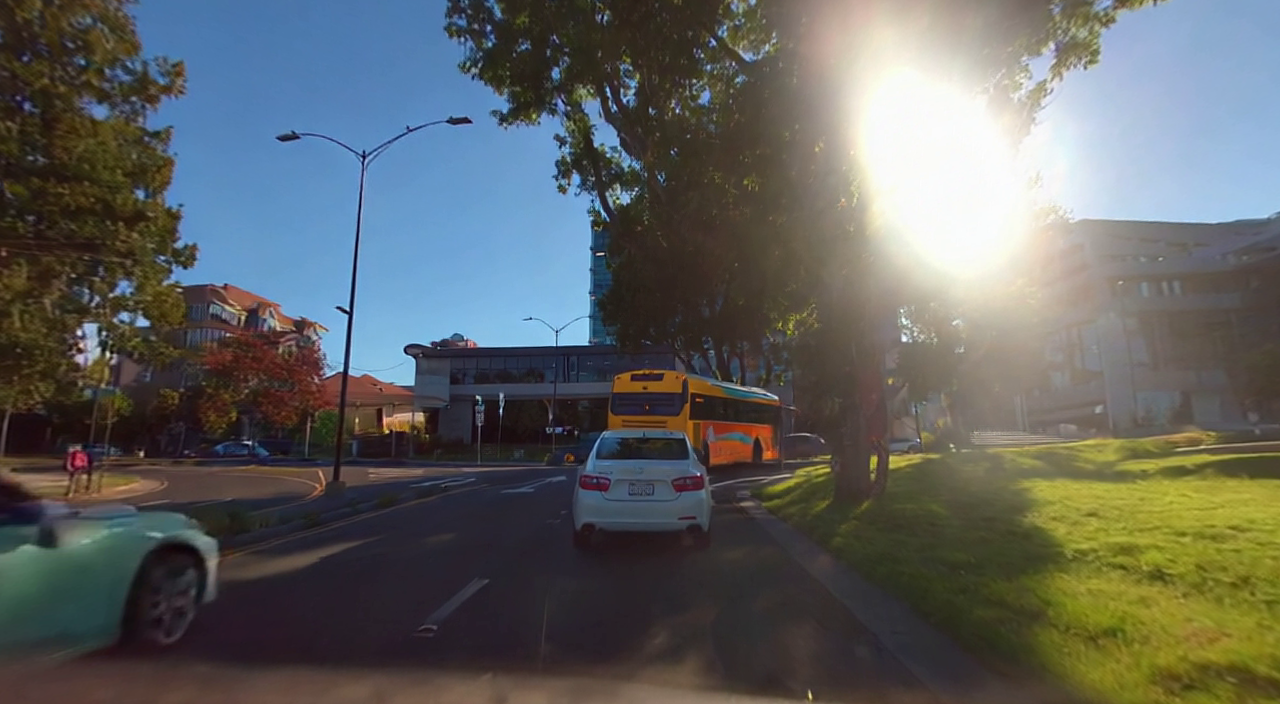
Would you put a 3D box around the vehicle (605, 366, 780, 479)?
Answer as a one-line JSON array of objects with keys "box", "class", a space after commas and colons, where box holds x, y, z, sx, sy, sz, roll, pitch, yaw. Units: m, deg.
[{"box": [2.476, 2.778, 23.635, 2.948, 3.303, 9.977, -4, -9, 26], "class": "vehicle"}]

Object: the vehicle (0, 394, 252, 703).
[{"box": [-3.717, 0.832, 2.015, 1.953, 1.480, 4.522, 0, -8, 2], "class": "vehicle"}]

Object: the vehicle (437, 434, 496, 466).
[{"box": [-9.518, 5.442, 34.946, 2.086, 1.656, 4.010, 0, -9, 0], "class": "vehicle"}]

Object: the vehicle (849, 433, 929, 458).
[{"box": [15.708, 5.898, 39.751, 4.422, 1.457, 1.882, -5, -10, 29], "class": "vehicle"}]

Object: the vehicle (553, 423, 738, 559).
[{"box": [0.093, 1.807, 8.935, 2.020, 1.478, 3.922, 0, -8, 1], "class": "vehicle"}]
